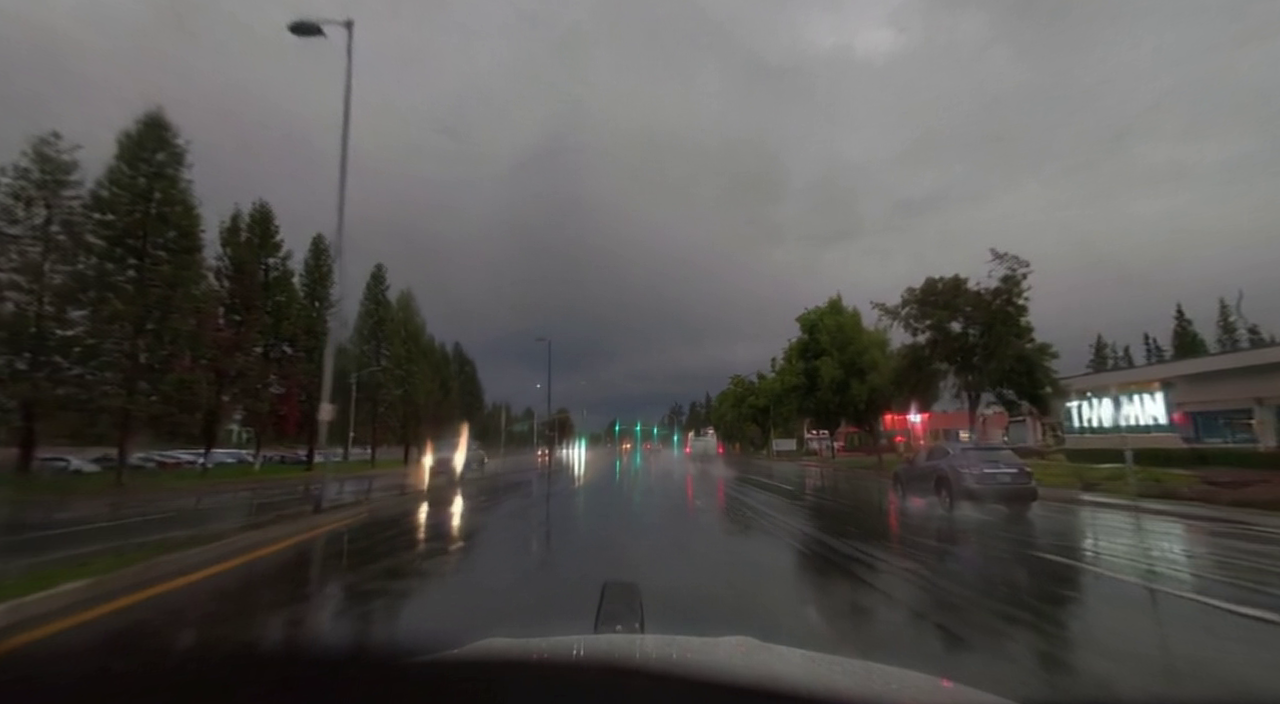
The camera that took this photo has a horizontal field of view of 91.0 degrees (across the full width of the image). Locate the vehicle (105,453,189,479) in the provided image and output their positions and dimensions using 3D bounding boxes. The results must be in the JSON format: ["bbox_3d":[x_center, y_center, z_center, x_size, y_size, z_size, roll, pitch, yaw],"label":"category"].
[{"bbox_3d":[-28.672,6.618,36.662,3.453,1.405,1.745,0,-8,2],"label":"vehicle"}]

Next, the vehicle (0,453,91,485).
[{"bbox_3d":[-30.281,5.777,31.068,4.598,1.447,1.772,0,-8,0],"label":"vehicle"}]

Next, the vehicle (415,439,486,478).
[{"bbox_3d":[-9.304,5.251,31.272,2.160,1.785,4.280,0,-9,0],"label":"vehicle"}]

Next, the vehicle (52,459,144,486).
[{"bbox_3d":[-29.162,6.460,33.903,3.281,1.321,1.809,0,-8,2],"label":"vehicle"}]

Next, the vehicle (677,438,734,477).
[{"bbox_3d":[2.957,4.878,29.334,2.161,1.676,4.151,1,-9,-1],"label":"vehicle"}]

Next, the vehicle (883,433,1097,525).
[{"bbox_3d":[6.783,2.476,12.839,1.886,1.528,4.169,1,-9,-1],"label":"vehicle"}]

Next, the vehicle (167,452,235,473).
[{"bbox_3d":[-29.341,7.379,42.109,3.351,1.369,1.579,0,-9,3],"label":"vehicle"}]
